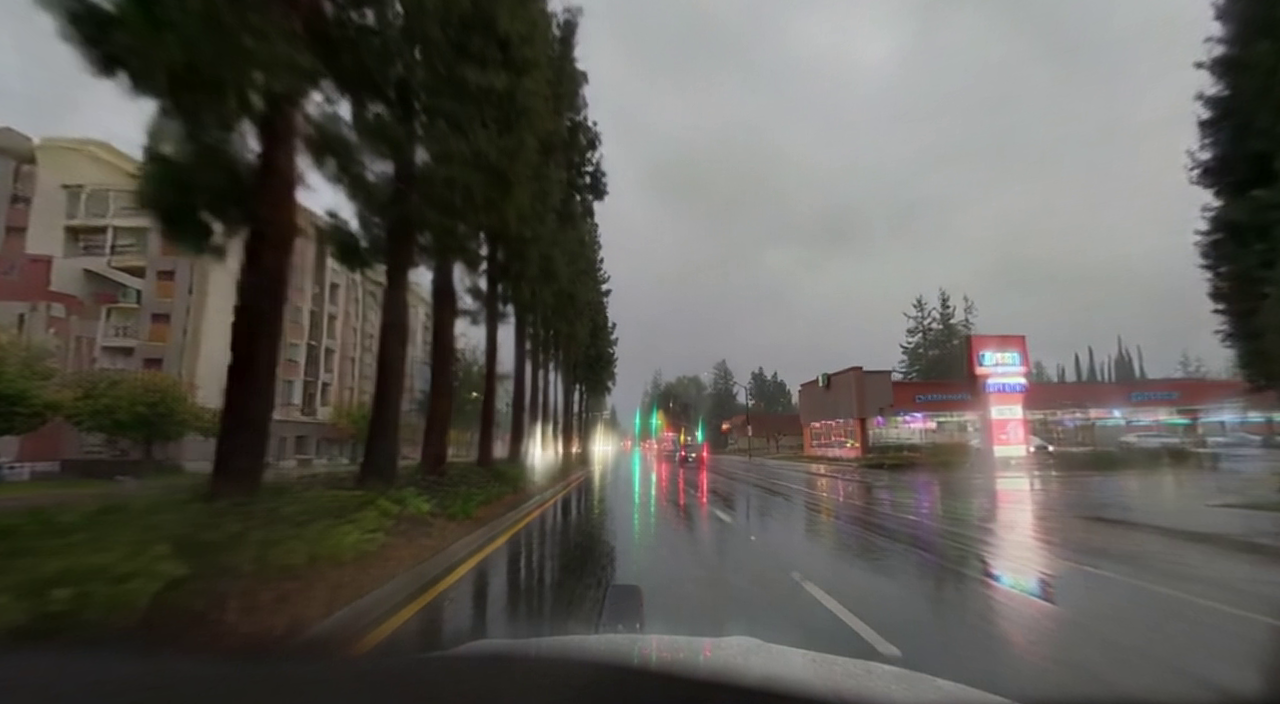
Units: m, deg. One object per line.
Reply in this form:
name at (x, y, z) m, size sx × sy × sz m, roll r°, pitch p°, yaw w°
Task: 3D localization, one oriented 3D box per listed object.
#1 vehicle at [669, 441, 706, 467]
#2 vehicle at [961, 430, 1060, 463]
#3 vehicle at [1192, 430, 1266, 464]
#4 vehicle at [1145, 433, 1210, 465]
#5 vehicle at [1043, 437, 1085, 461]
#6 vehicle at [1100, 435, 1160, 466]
vehicle at (3.136, 6.790, 42.309) m, size 2.041 × 1.531 × 4.236 m, roll 1°, pitch -7°, yaw -1°
vehicle at (20.606, 5.244, 35.225) m, size 4.210 × 1.727 × 2.227 m, roll 2°, pitch -7°, yaw -8°
vehicle at (36.758, 5.920, 39.582) m, size 2.160 × 1.948 × 4.256 m, roll -3°, pitch -8°, yaw 27°
vehicle at (34.062, 6.121, 40.162) m, size 2.181 × 1.901 × 4.222 m, roll -4°, pitch -9°, yaw 28°
vehicle at (31.121, 7.093, 46.501) m, size 2.064 × 1.654 × 4.271 m, roll -4°, pitch -9°, yaw 28°
vehicle at (31.716, 6.369, 41.044) m, size 2.269 × 1.862 × 4.495 m, roll -3°, pitch -9°, yaw 28°
